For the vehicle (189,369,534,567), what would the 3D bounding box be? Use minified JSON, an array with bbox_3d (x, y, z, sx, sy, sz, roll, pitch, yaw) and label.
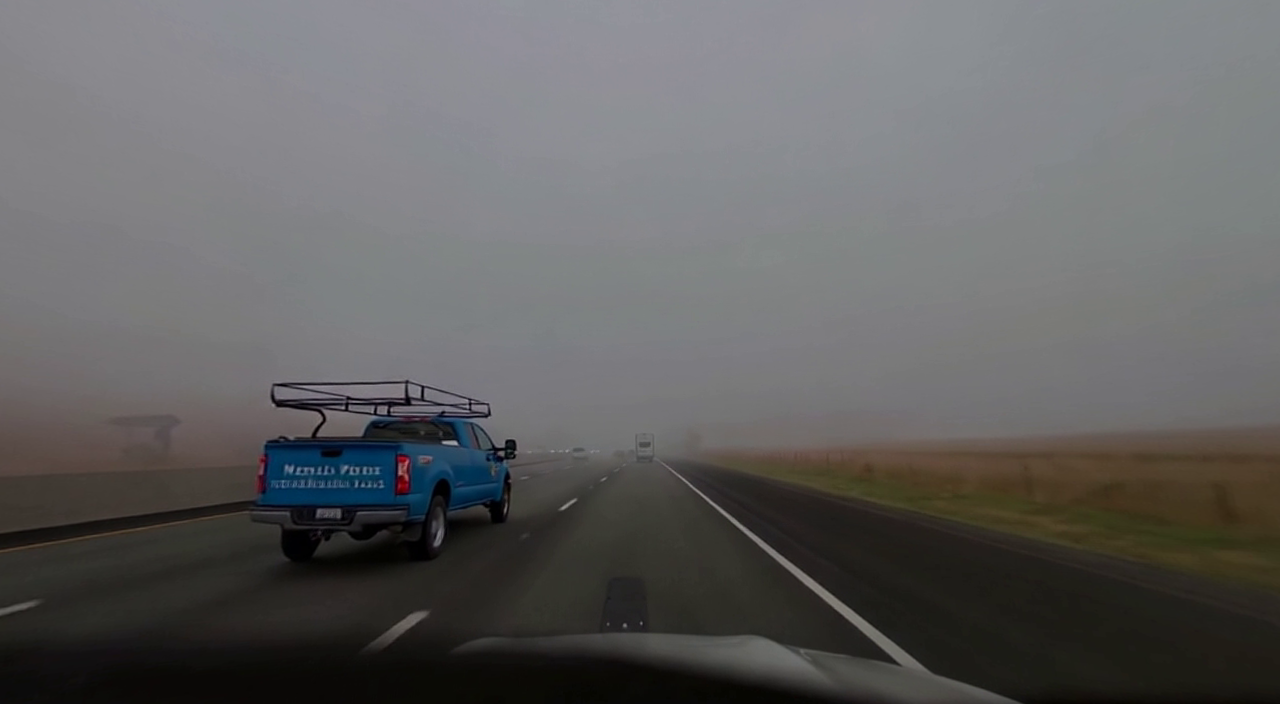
[{"bbox_3d":[-3.859,1.864,10.894,2.791,2.330,6.725,0,-8,1],"label":"vehicle"}]
